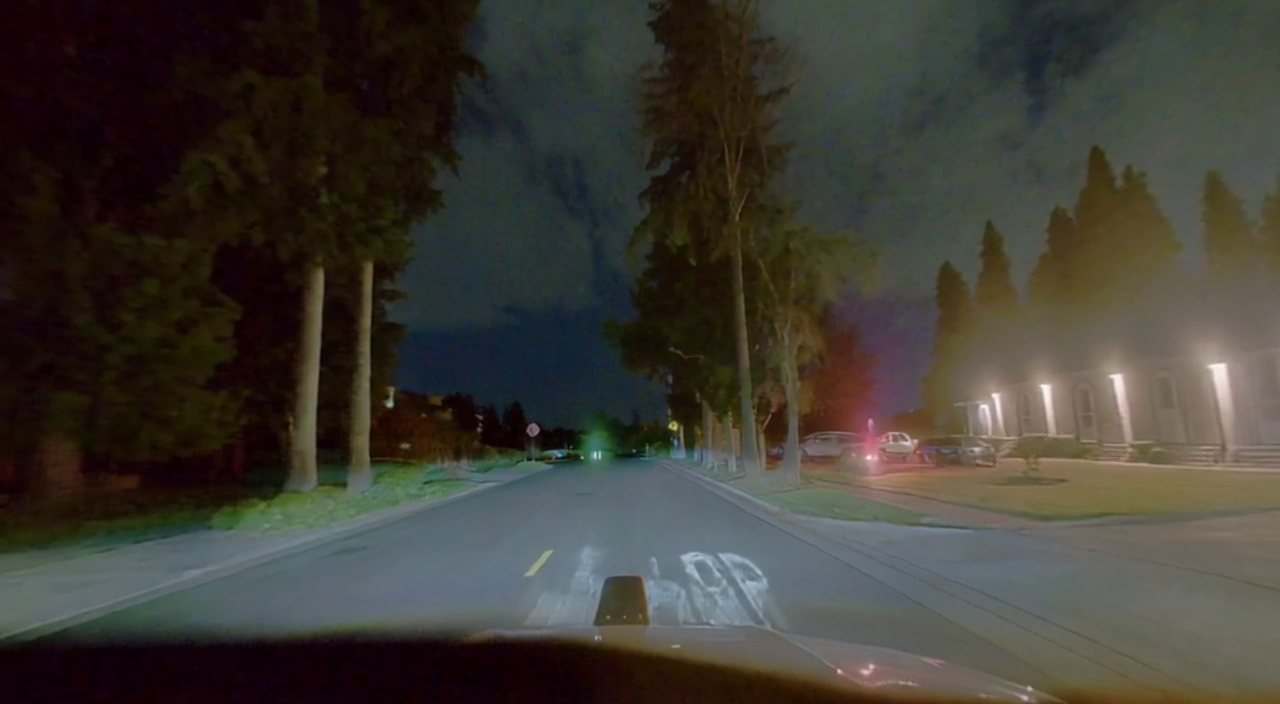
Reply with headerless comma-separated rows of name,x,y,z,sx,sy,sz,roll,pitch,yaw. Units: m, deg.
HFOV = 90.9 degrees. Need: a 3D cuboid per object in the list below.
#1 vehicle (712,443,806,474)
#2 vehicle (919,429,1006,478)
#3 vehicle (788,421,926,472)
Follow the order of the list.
vehicle,5.770,5.235,31.018,4.229,1.402,1.811,0,-9,0
vehicle,11.476,3.563,22.245,2.004,1.511,4.494,-7,-11,34
vehicle,9.605,4.240,28.233,5.239,1.933,2.131,-3,-9,-2
